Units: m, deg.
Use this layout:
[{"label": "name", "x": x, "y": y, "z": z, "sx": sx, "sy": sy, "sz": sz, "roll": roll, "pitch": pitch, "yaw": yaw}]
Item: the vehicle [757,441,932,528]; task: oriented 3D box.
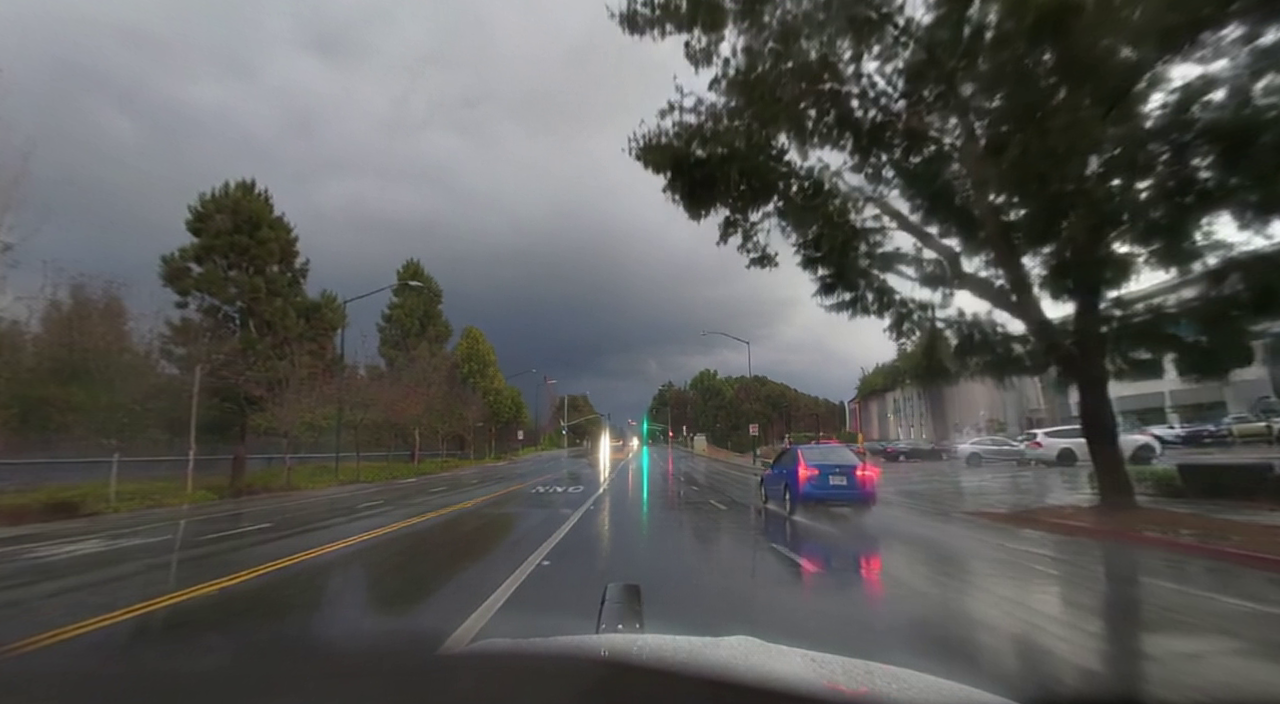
[{"label": "vehicle", "x": 3.955, "y": 2.627, "z": 13.199, "sx": 2.114, "sy": 1.493, "sz": 4.430, "roll": 0, "pitch": -8, "yaw": -1}]

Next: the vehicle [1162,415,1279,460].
[{"label": "vehicle", "x": 34.224, "y": 5.040, "z": 37.316, "sx": 2.369, "sy": 2.475, "sz": 5.128, "roll": 0, "pitch": -7, "yaw": 1}]

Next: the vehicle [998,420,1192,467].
[{"label": "vehicle", "x": 18.873, "y": 3.840, "z": 26.500, "sx": 6.156, "sy": 1.801, "sz": 2.491, "roll": -1, "pitch": -9, "yaw": 1}]

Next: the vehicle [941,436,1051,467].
[{"label": "vehicle", "x": 18.409, "y": 5.147, "z": 32.814, "sx": 4.436, "sy": 1.556, "sz": 1.997, "roll": 0, "pitch": -9, "yaw": -1}]
